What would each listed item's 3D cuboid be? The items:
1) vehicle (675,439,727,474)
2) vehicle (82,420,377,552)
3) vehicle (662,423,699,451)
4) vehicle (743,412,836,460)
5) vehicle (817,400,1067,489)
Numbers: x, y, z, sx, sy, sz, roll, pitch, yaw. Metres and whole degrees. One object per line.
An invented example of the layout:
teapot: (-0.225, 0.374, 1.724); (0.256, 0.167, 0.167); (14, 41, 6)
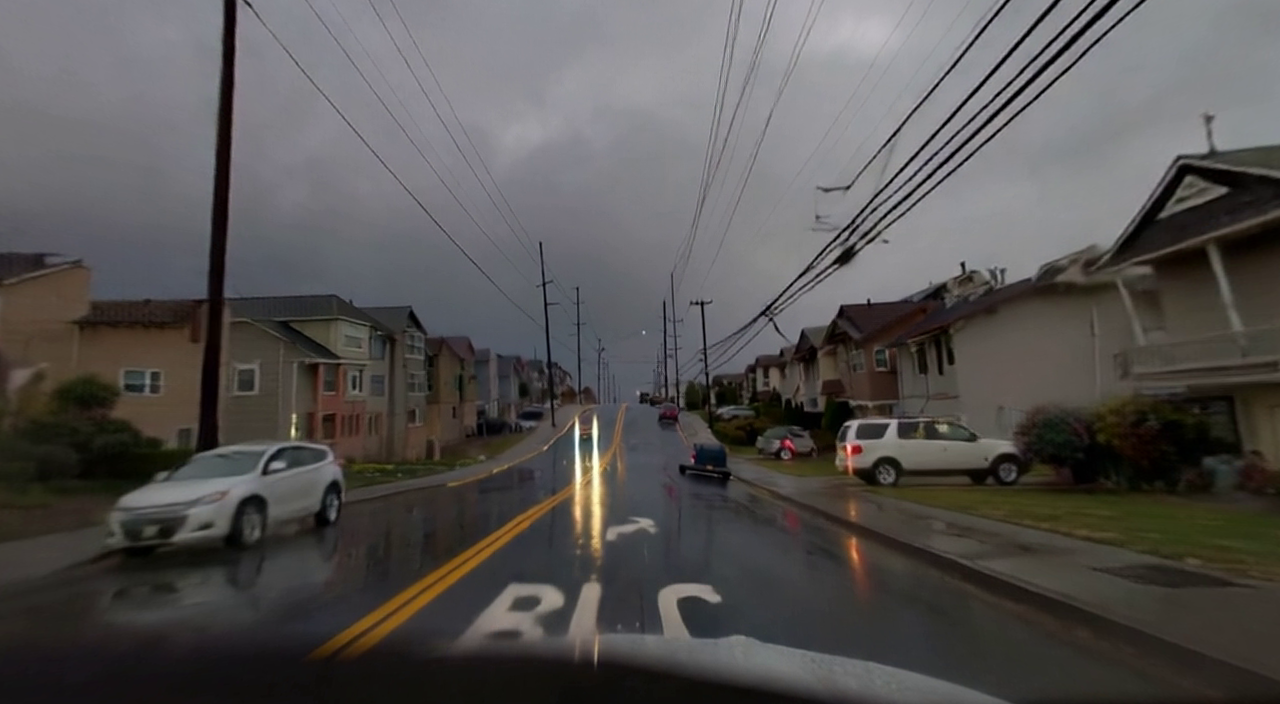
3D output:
vehicle: (2.749, 4.818, 29.298); (2.063, 1.503, 4.415); (0, -8, 2)
vehicle: (-6.718, 2.361, 11.133); (2.156, 1.764, 4.410); (-2, -12, 1)
vehicle: (2.764, 6.008, 44.222); (2.211, 1.860, 4.813); (0, -8, -1)
vehicle: (7.890, 4.496, 33.529); (4.286, 2.044, 1.913); (-5, -9, -1)
vehicle: (7.901, 2.482, 16.970); (5.512, 1.846, 2.115); (-4, -8, 1)
